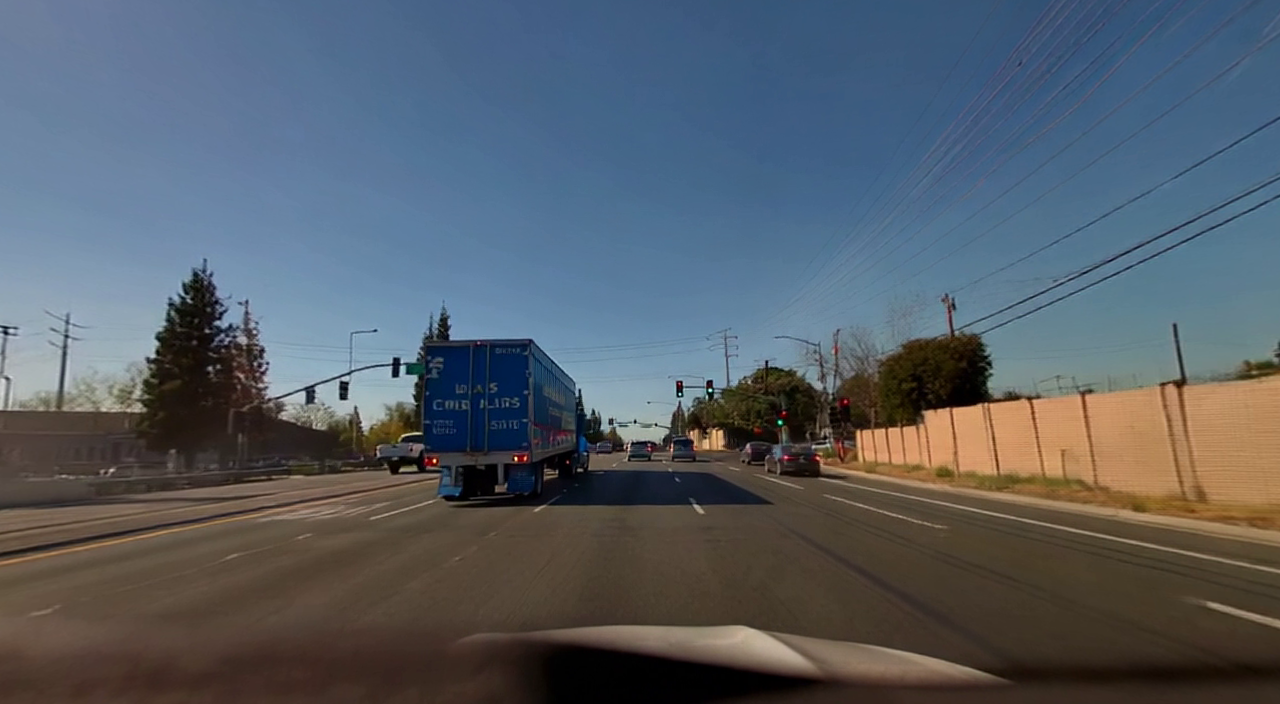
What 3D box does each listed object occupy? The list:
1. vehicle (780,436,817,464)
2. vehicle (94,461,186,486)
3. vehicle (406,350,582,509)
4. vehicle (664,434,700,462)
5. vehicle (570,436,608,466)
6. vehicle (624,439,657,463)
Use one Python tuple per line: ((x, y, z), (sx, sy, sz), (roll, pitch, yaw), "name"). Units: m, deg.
((10.339, 6.333, 40.946), (2.102, 1.662, 4.533), (-3, -9, 15), "vehicle")
((-36.541, 8.859, 46.269), (4.718, 1.630, 2.087), (2, -9, -12), "vehicle")
((-3.458, 2.230, 17.592), (2.889, 3.347, 8.285), (0, -8, 0), "vehicle")
((2.908, 6.727, 44.473), (2.086, 1.849, 4.607), (0, -8, -2), "vehicle")
((-3.181, 6.260, 40.079), (1.994, 1.806, 4.564), (0, -8, 0), "vehicle")
((0.001, 6.747, 43.103), (2.117, 1.499, 4.036), (0, -8, -1), "vehicle")
